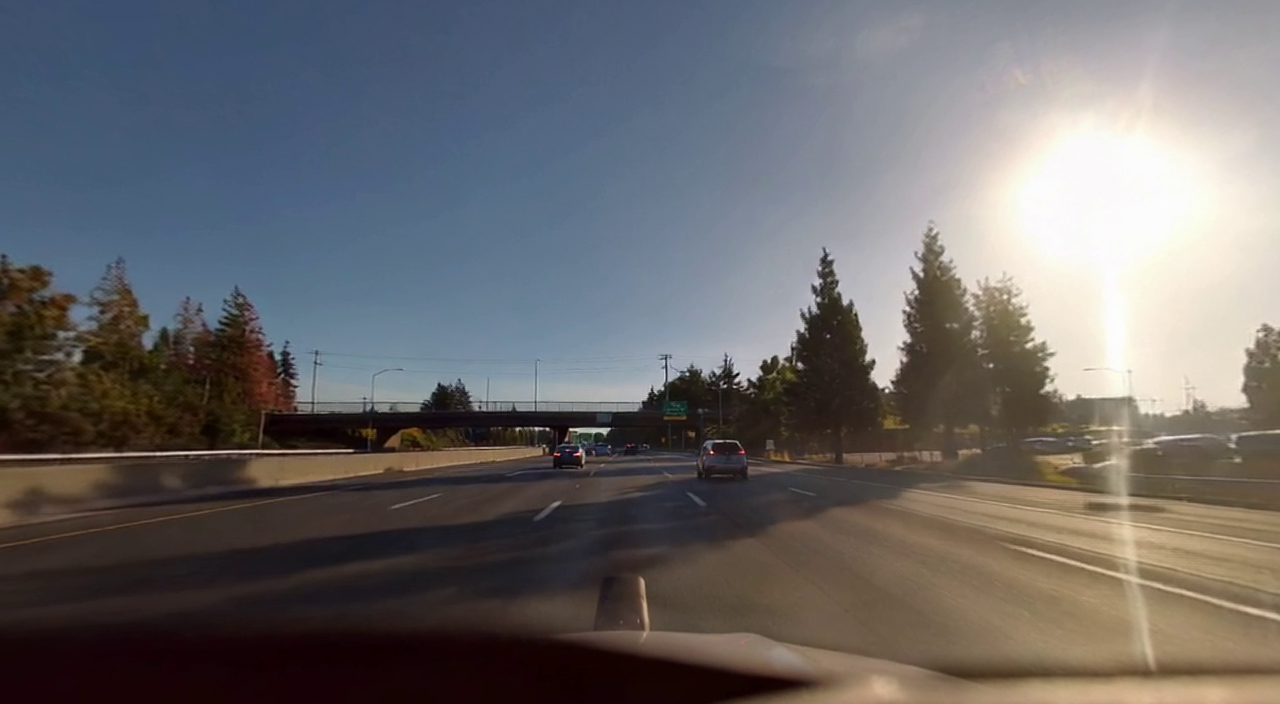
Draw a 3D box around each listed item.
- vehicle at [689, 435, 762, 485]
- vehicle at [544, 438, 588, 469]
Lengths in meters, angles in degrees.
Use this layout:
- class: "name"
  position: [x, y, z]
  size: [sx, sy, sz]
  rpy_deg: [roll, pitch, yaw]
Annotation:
- class: "vehicle"
  position: [3.090, 3.993, 23.692]
  size: [1.997, 1.686, 4.247]
  rpy_deg: [0, -8, -2]
- class: "vehicle"
  position: [-4.544, 6.300, 39.384]
  size: [2.176, 1.779, 4.755]
  rpy_deg: [0, -8, 0]
